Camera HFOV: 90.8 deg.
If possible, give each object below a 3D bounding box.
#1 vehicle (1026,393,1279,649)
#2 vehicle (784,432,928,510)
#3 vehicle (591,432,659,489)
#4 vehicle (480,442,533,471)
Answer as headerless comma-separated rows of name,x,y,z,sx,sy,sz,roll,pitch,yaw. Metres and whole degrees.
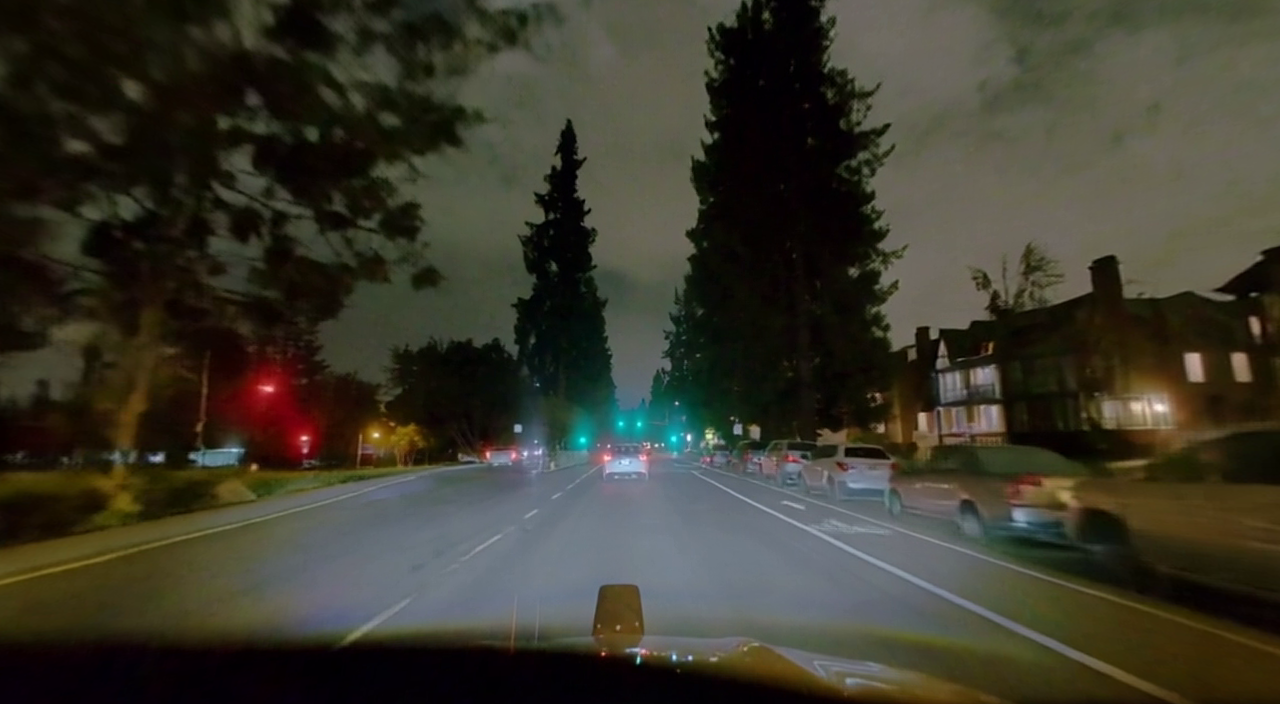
vehicle,5.690,1.250,4.839,2.233,1.811,4.922,0,-9,-1
vehicle,5.367,3.007,16.467,2.018,1.708,4.541,0,-9,-2
vehicle,-0.507,3.626,21.417,2.070,1.698,3.925,0,-8,-1
vehicle,-7.359,5.798,35.295,2.105,1.474,4.808,0,-8,-3
